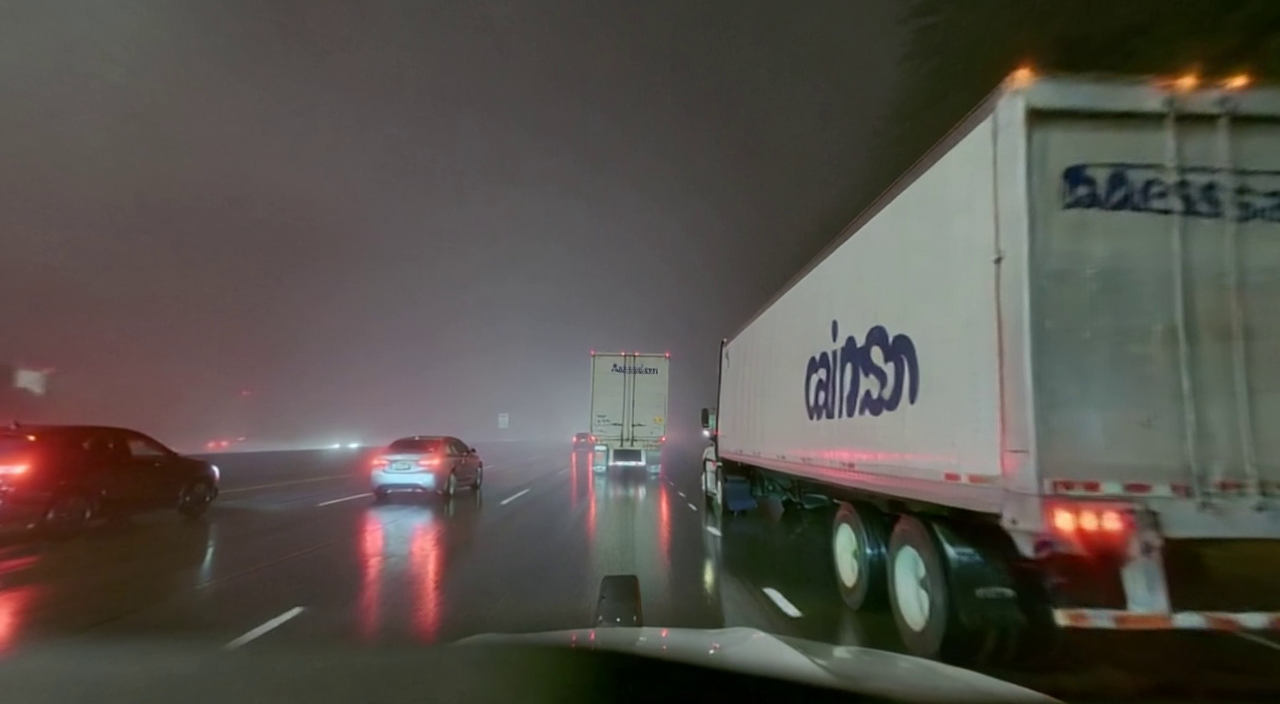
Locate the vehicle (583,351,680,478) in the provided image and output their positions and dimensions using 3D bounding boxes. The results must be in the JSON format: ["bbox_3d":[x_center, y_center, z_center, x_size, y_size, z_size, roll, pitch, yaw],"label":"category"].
[{"bbox_3d":[-0.354,2.725,25.760,3.118,4.106,10.719,0,-8,-1],"label":"vehicle"}]

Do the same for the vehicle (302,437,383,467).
[{"bbox_3d":[-16.426,5.536,35.039,2.124,1.515,4.967,0,-8,0],"label":"vehicle"}]

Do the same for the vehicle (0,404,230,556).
[{"bbox_3d":[-8.074,1.663,8.746,1.990,1.654,4.129,0,-8,-1],"label":"vehicle"}]

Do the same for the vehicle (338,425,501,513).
[{"bbox_3d":[-4.218,2.269,12.777,1.933,1.492,3.838,0,-8,0],"label":"vehicle"}]

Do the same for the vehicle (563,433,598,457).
[{"bbox_3d":[-4.274,6.761,45.912,2.104,1.653,4.302,0,-8,0],"label":"vehicle"}]
